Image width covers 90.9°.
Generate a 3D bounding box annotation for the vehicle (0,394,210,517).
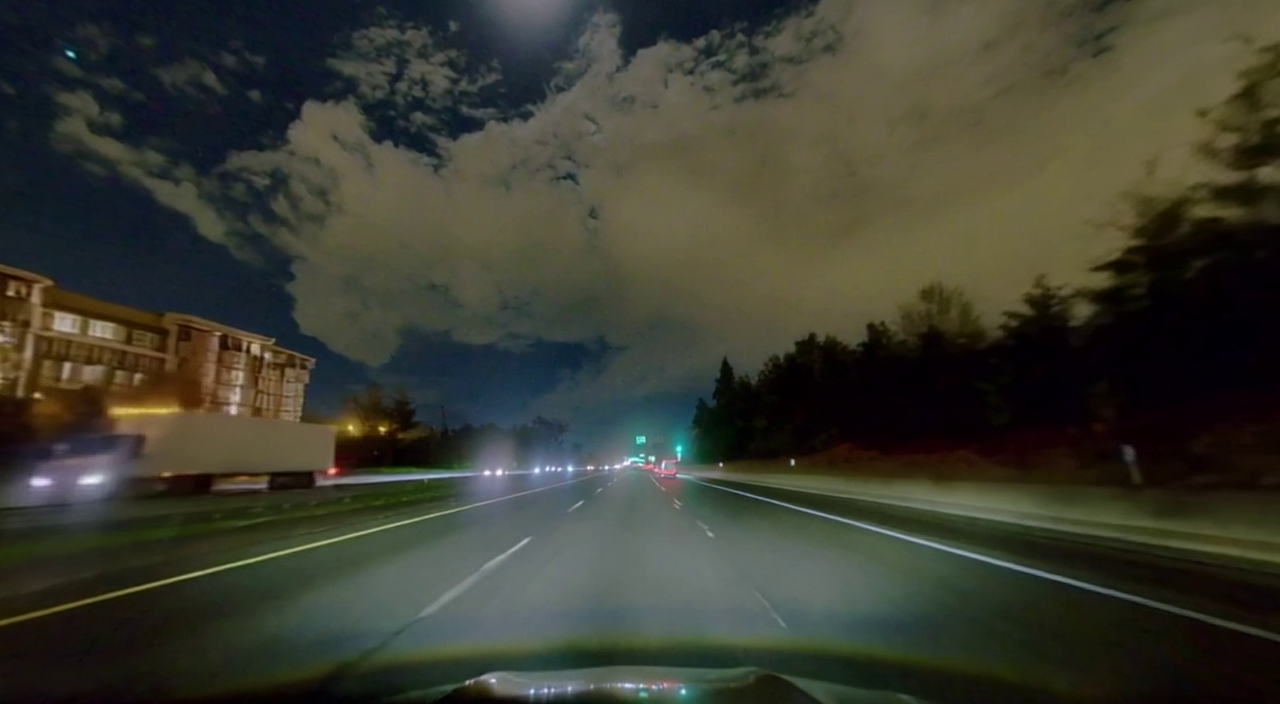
[{"bbox_3d":[-20.075,3.954,23.881,3.010,4.019,5.914,1,-10,0],"label":"vehicle"}]
